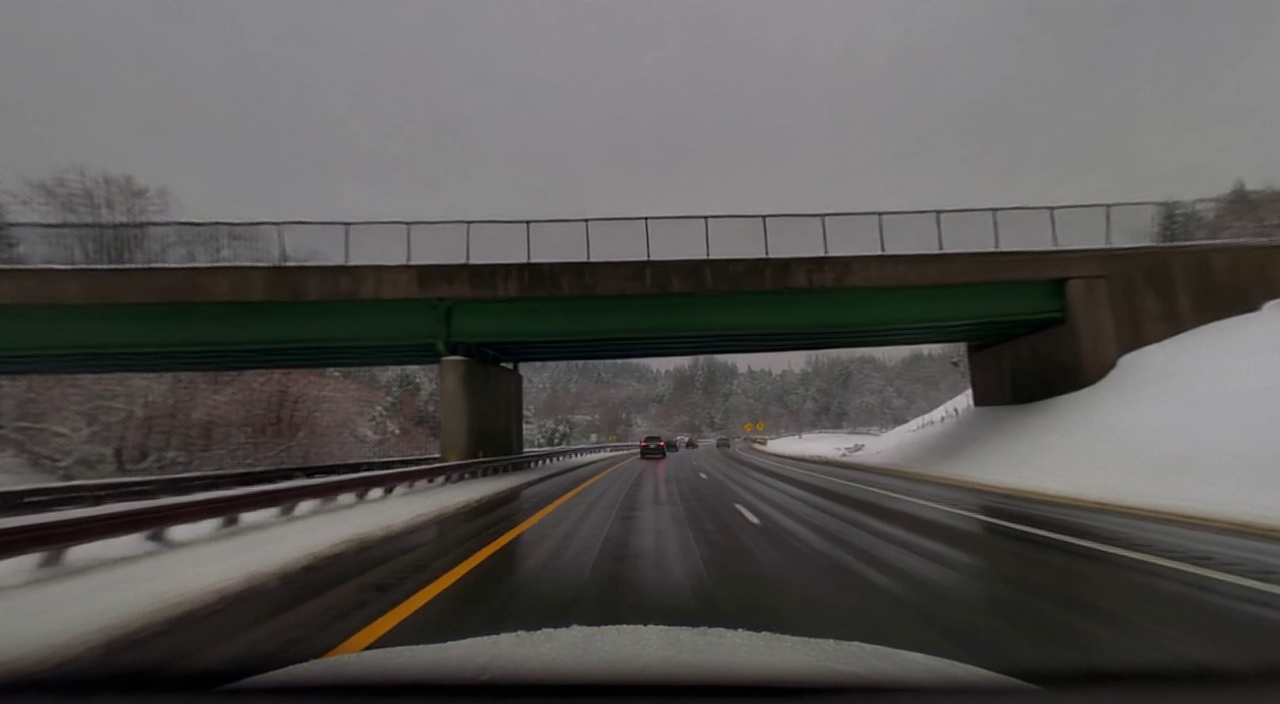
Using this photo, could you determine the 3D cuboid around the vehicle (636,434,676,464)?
[{"bbox_3d":[0.903,5.186,33.828,1.993,1.461,3.812,-1,-8,3],"label":"vehicle"}]
